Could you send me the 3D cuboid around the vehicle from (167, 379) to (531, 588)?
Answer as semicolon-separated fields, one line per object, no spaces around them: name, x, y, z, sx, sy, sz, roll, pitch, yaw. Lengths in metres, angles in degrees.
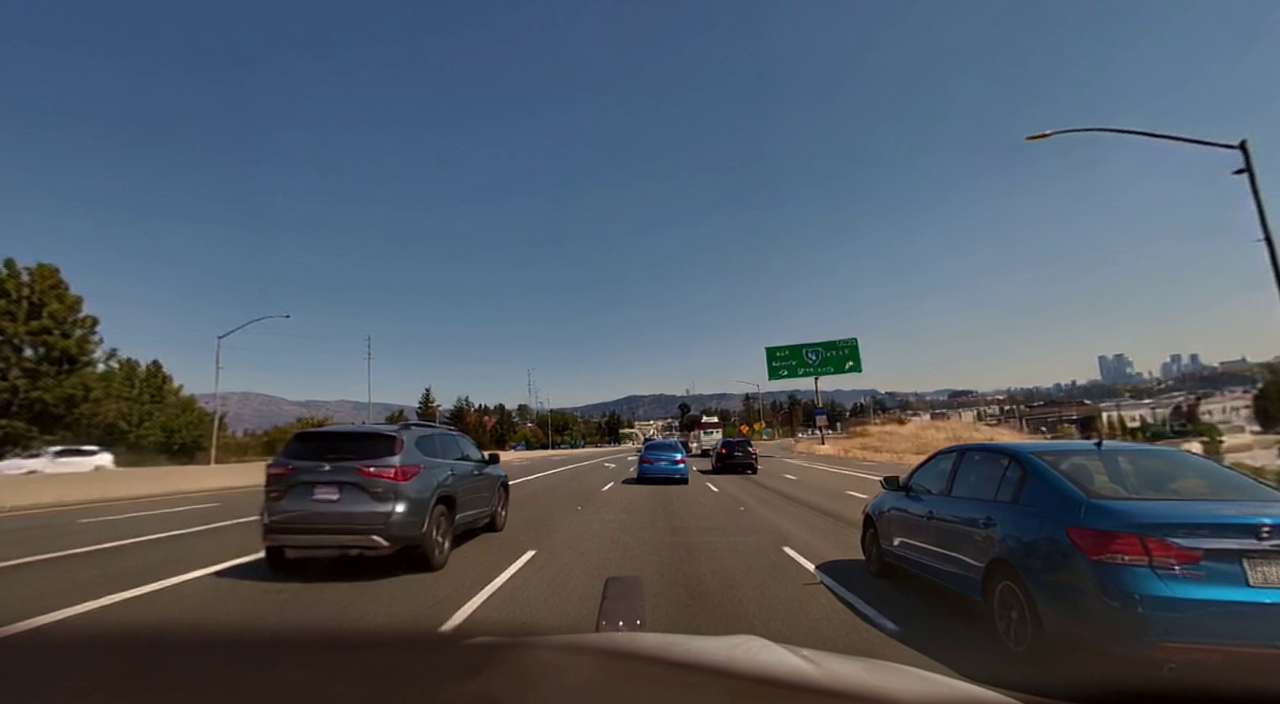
vehicle;-3.210;1.649;8.674;2.434;1.965;5.305;0;-9;0

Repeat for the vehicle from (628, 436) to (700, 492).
vehicle;0.737;3.553;20.317;2.074;1.614;3.803;0;-9;1

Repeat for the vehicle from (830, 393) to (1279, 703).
vehicle;3.028;1.224;4.305;2.009;1.489;4.559;0;-9;0

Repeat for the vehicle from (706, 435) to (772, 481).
vehicle;3.900;4.246;25.477;2.076;1.684;4.241;0;-9;2
